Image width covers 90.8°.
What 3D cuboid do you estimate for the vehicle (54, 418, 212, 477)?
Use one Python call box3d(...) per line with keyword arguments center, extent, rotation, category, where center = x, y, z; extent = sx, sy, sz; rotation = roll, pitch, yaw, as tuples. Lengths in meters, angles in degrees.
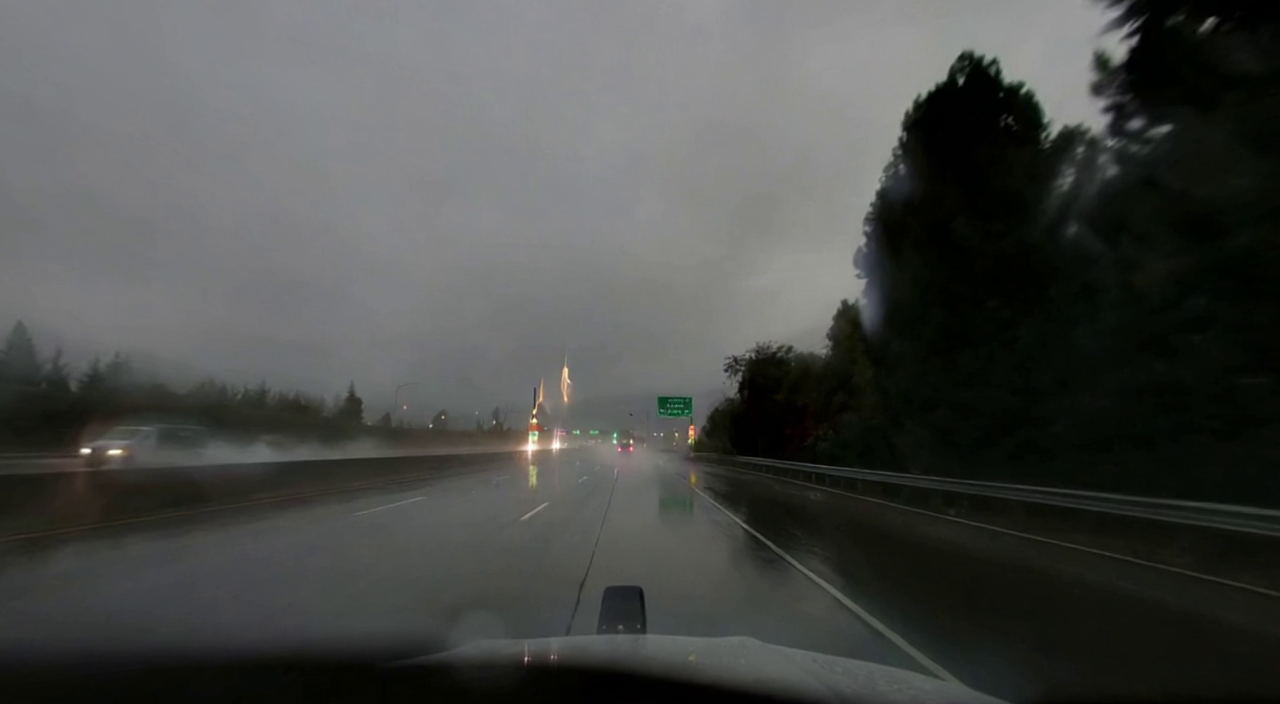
box3d(center=(-25.242, 4.825, 31.974), extent=(2.224, 2.634, 6.930), rotation=(0, -9, -1), category="vehicle")
